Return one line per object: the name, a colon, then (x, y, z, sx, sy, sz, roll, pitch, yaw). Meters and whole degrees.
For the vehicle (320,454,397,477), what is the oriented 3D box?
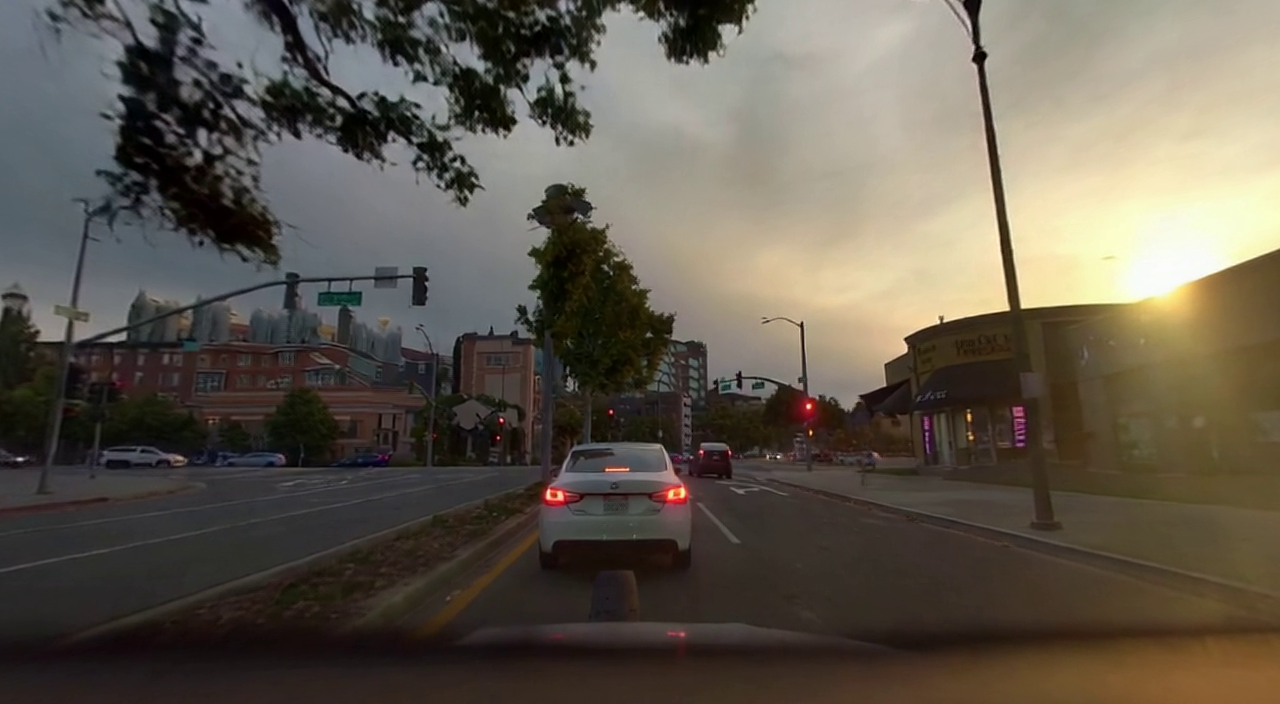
vehicle: (-19.385, 7.827, 43.753, 4.548, 1.449, 1.802, 2, -9, -13)

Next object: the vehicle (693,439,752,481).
vehicle: (3.864, 5.162, 30.493, 2.092, 1.851, 4.913, 0, -9, -1)

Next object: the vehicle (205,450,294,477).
vehicle: (-25.996, 7.403, 42.225, 4.575, 1.718, 2.008, 2, -9, -12)

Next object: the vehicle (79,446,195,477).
vehicle: (-29.822, 6.487, 37.601, 4.877, 1.754, 1.978, 2, -9, -11)

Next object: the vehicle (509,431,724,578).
vehicle: (-0.227, 1.872, 8.603, 2.173, 1.479, 4.264, 0, -9, 0)
